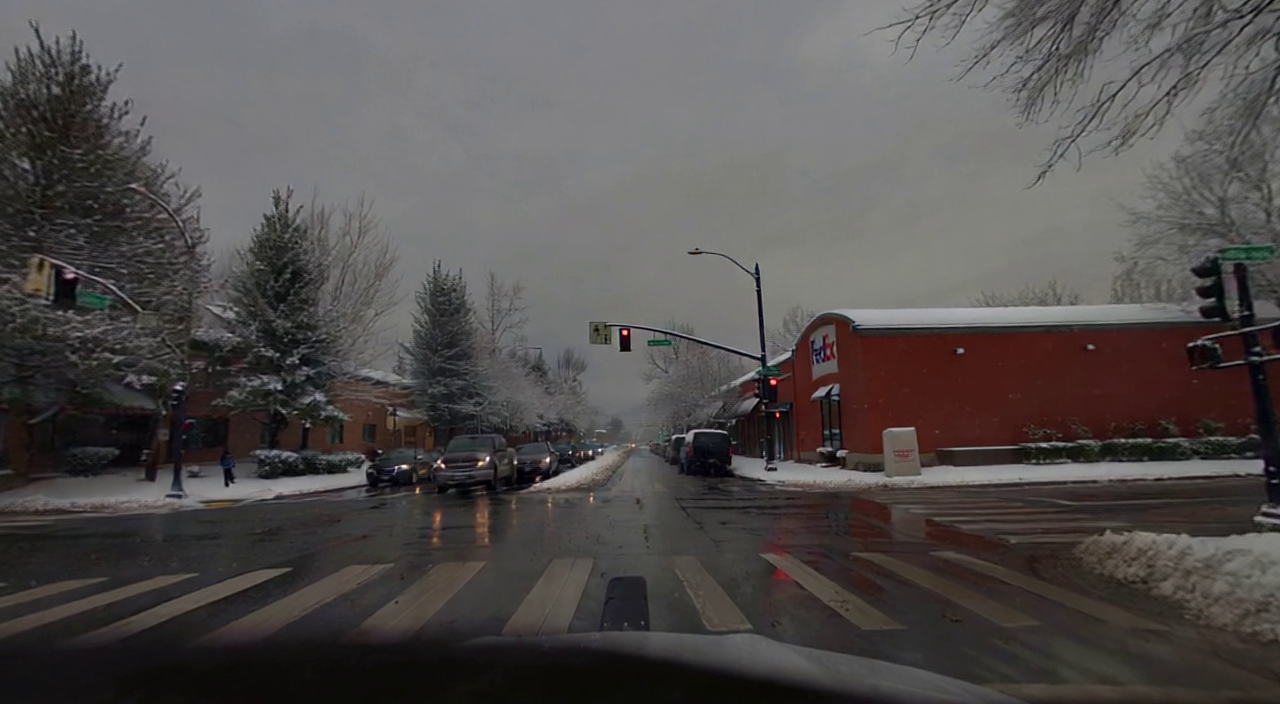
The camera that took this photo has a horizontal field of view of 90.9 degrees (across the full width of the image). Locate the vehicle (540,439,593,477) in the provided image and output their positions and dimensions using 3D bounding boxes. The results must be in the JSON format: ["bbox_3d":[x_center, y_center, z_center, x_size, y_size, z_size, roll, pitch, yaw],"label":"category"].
[{"bbox_3d":[-3.258,4.786,28.694,2.033,1.596,4.142,0,-8,-2],"label":"vehicle"}]

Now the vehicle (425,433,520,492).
[{"bbox_3d":[-5.866,3.920,22.846,2.242,1.887,4.924,0,-8,-2],"label":"vehicle"}]

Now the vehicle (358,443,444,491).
[{"bbox_3d":[-9.917,4.751,26.580,2.216,1.804,4.526,1,-8,-6],"label":"vehicle"}]

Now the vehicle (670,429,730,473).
[{"bbox_3d":[3.101,5.305,34.008,2.557,2.188,5.164,0,-8,-2],"label":"vehicle"}]
